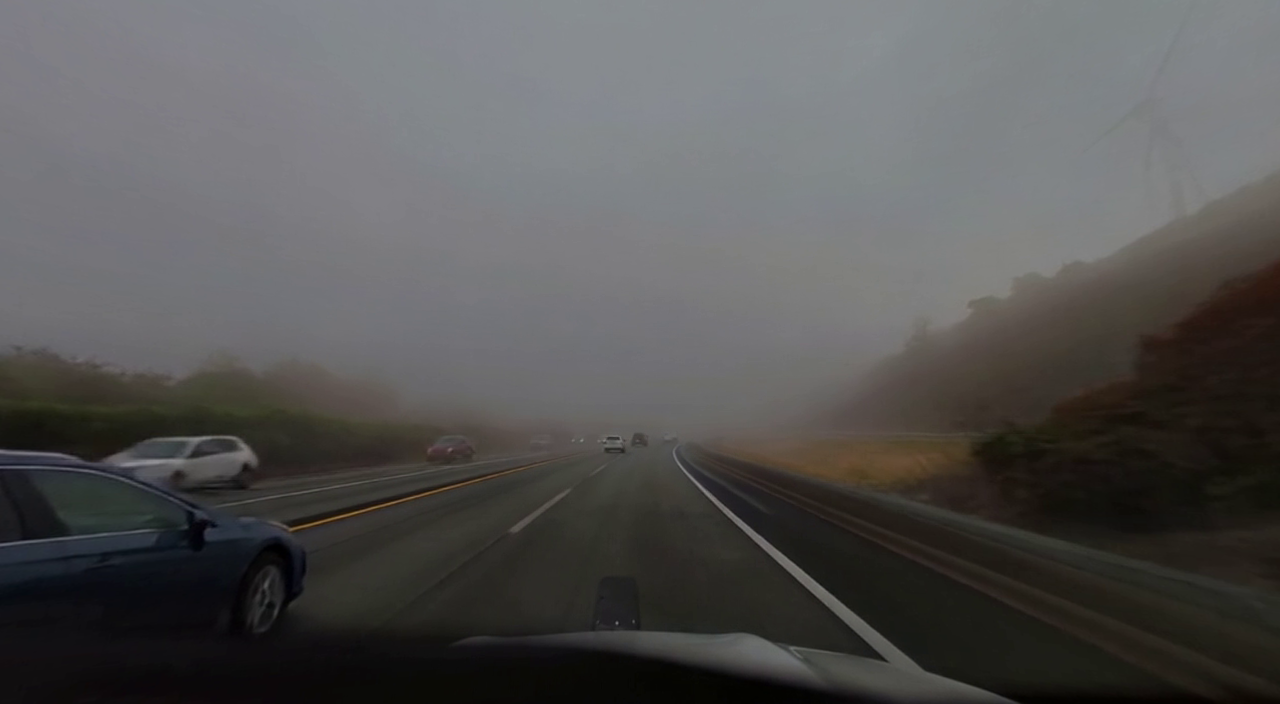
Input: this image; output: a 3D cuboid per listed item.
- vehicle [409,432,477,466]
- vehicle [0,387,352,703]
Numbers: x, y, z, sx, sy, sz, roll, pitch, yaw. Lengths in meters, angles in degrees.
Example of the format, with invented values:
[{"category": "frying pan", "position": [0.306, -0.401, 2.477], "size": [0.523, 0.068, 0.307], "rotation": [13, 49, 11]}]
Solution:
[{"category": "vehicle", "position": [-9.228, 4.552, 29.860], "size": [1.823, 1.509, 4.008], "rotation": [0, -8, 2]}, {"category": "vehicle", "position": [-2.886, 0.841, 1.961], "size": [1.918, 1.443, 4.422], "rotation": [0, -8, -1]}]
